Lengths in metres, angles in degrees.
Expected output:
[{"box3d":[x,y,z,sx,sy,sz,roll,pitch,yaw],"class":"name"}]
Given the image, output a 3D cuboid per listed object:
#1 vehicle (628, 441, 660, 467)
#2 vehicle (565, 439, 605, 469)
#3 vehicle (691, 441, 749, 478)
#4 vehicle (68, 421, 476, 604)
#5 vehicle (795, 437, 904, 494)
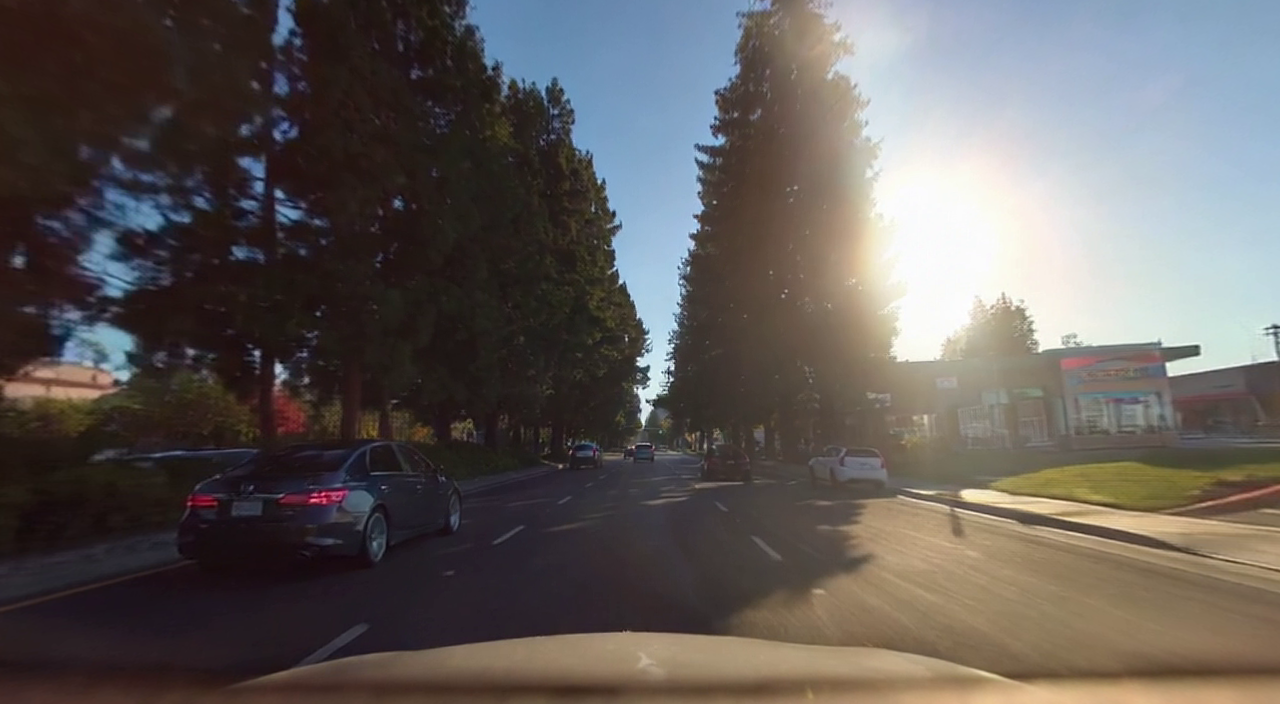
[{"box3d":[0.260,6.518,40.386,1.922,1.579,3.642,0,-8,0],"class":"vehicle"},{"box3d":[-3.361,6.339,39.381,2.051,1.747,4.370,0,-8,1],"class":"vehicle"},{"box3d":[3.496,4.767,28.258,2.010,1.486,4.498,0,-8,0],"class":"vehicle"},{"box3d":[-3.816,1.745,7.997,1.988,1.530,5.155,0,-8,1],"class":"vehicle"},{"box3d":[6.460,3.522,20.006,1.983,1.599,4.243,0,-8,0],"class":"vehicle"}]
